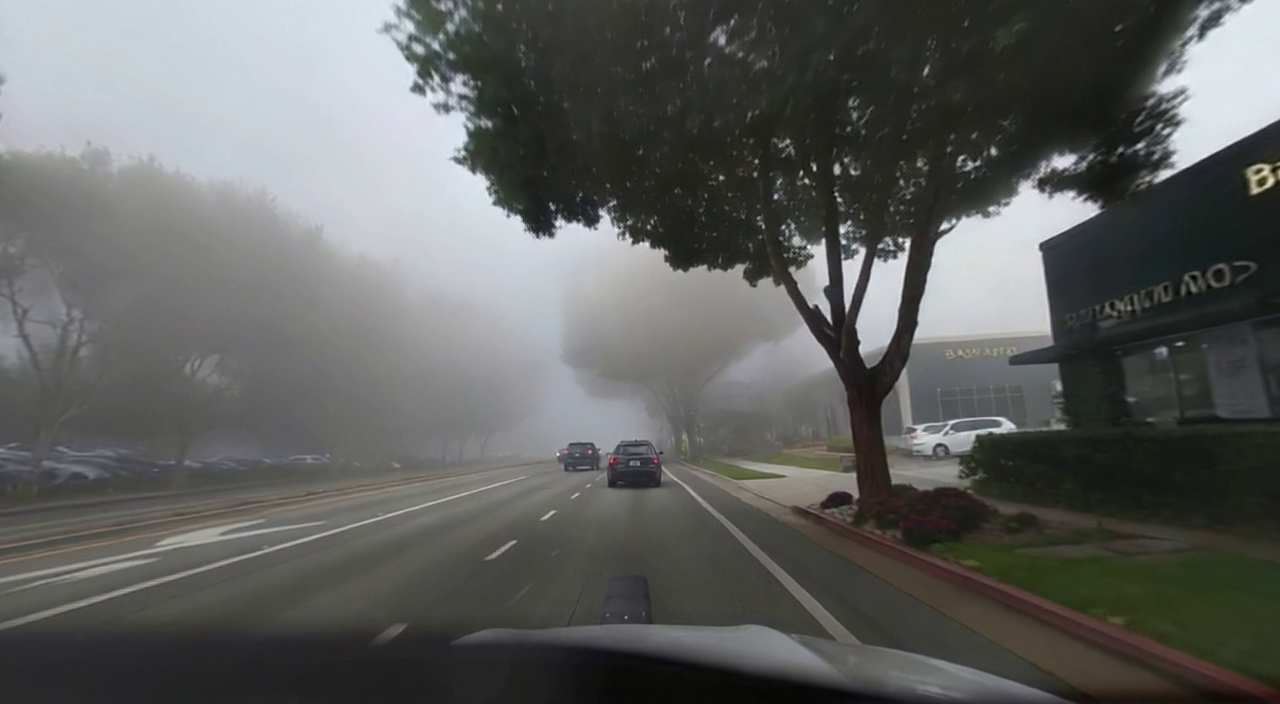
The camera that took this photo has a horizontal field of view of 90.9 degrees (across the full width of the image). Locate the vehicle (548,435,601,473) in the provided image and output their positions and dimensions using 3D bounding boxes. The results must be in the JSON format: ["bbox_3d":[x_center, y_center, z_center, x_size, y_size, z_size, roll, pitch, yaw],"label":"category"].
[{"bbox_3d":[-3.387,5.390,33.571,2.064,1.859,5.154,0,-8,2],"label":"vehicle"}]

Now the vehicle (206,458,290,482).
[{"bbox_3d":[-26.328,7.895,42.391,4.553,1.479,1.768,-1,-8,7],"label":"vehicle"}]

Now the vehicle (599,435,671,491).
[{"bbox_3d":[-0.130,3.576,20.630,2.108,1.612,4.246,0,-8,0],"label":"vehicle"}]

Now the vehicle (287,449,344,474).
[{"bbox_3d":[-24.481,8.263,47.704,1.791,1.724,4.432,0,-8,2],"label":"vehicle"}]
